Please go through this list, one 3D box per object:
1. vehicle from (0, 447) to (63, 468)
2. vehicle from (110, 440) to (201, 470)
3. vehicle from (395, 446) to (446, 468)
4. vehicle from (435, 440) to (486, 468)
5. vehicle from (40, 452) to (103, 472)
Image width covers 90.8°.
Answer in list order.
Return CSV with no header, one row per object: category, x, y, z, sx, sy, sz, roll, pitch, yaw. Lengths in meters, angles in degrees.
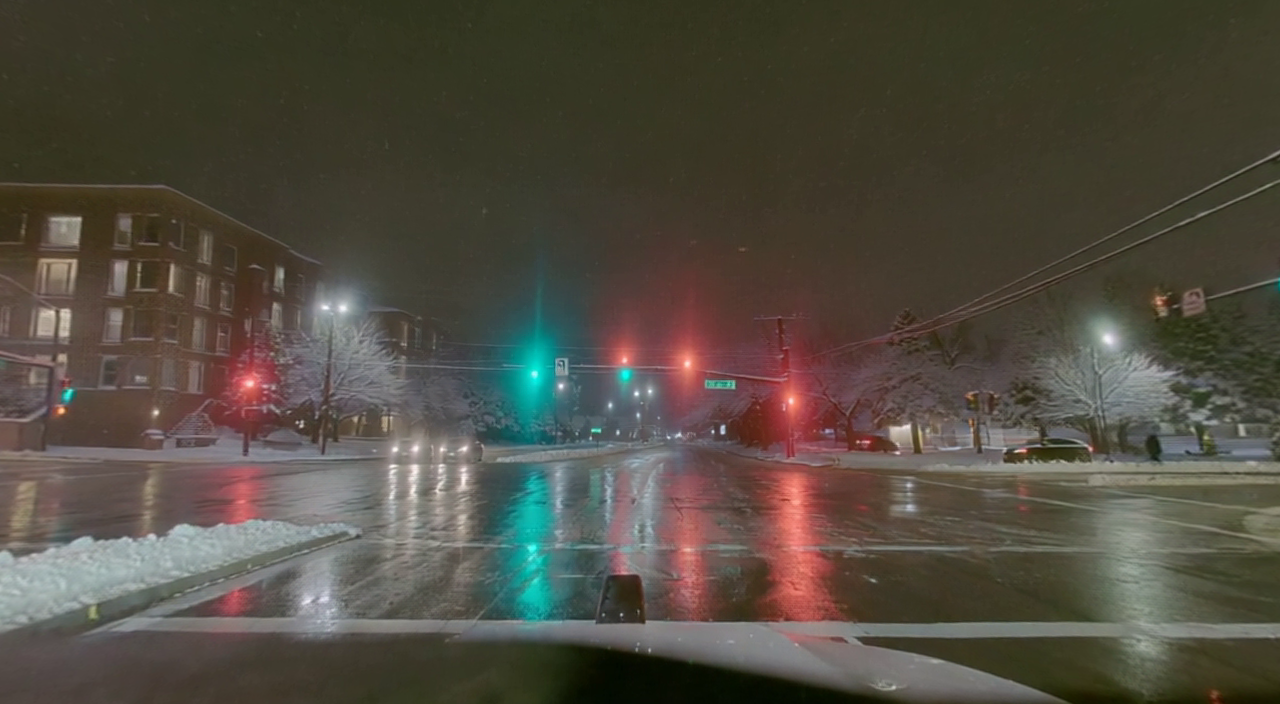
vehicle,-45.263,7.757,46.597,1.858,1.467,3.624,0,-8,0
vehicle,-34.905,7.415,45.746,2.204,1.955,5.518,0,-8,0
vehicle,-15.504,7.442,44.794,2.056,1.450,4.343,0,-8,0
vehicle,-11.957,6.785,42.329,2.080,1.763,4.341,0,-8,0
vehicle,-41.579,8.027,46.285,1.552,1.339,3.340,-2,-9,-1
